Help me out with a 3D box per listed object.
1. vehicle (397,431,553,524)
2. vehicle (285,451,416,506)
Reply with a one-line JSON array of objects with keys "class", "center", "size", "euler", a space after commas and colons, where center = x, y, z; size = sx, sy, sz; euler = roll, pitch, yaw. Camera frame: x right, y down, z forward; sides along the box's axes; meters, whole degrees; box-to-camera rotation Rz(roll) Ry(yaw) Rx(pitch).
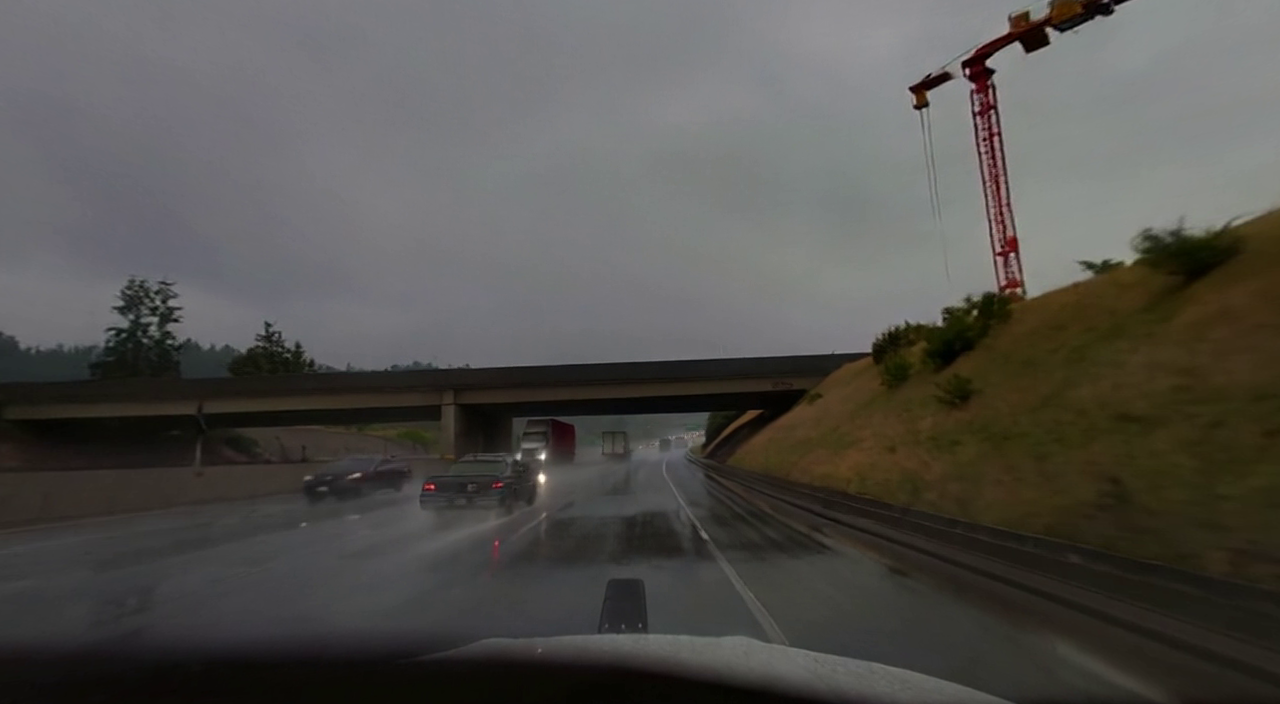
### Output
[{"class": "vehicle", "center": [-3.280, 2.598, 13.490], "size": [2.194, 1.648, 3.984], "euler": [0, -9, 1]}, {"class": "vehicle", "center": [-8.636, 3.771, 19.262], "size": [2.136, 1.452, 4.117], "euler": [0, -9, -2]}]
